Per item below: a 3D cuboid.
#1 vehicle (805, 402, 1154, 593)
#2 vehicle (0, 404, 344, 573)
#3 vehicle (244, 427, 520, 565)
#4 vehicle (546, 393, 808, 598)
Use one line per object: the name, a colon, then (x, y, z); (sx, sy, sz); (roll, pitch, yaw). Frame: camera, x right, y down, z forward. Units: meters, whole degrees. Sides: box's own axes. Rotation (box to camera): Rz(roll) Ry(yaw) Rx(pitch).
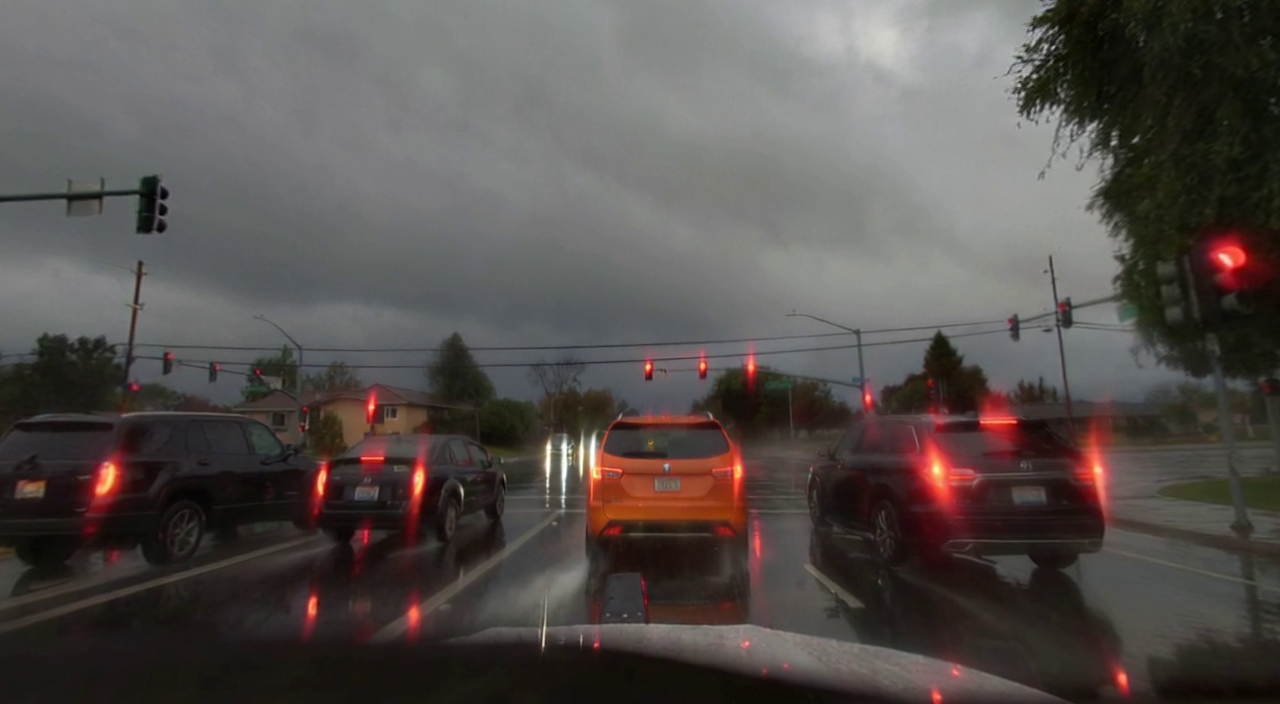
vehicle: (3.519, 1.588, 7.749); (2.047, 1.638, 4.395); (-1, -8, 4)
vehicle: (-6.633, 1.826, 9.244); (2.075, 1.796, 4.785); (0, -8, 2)
vehicle: (-3.244, 1.884, 9.096); (1.885, 1.475, 4.359); (-1, -8, 4)
vehicle: (0.387, 1.518, 7.490); (2.198, 1.708, 4.170); (0, -8, 2)
